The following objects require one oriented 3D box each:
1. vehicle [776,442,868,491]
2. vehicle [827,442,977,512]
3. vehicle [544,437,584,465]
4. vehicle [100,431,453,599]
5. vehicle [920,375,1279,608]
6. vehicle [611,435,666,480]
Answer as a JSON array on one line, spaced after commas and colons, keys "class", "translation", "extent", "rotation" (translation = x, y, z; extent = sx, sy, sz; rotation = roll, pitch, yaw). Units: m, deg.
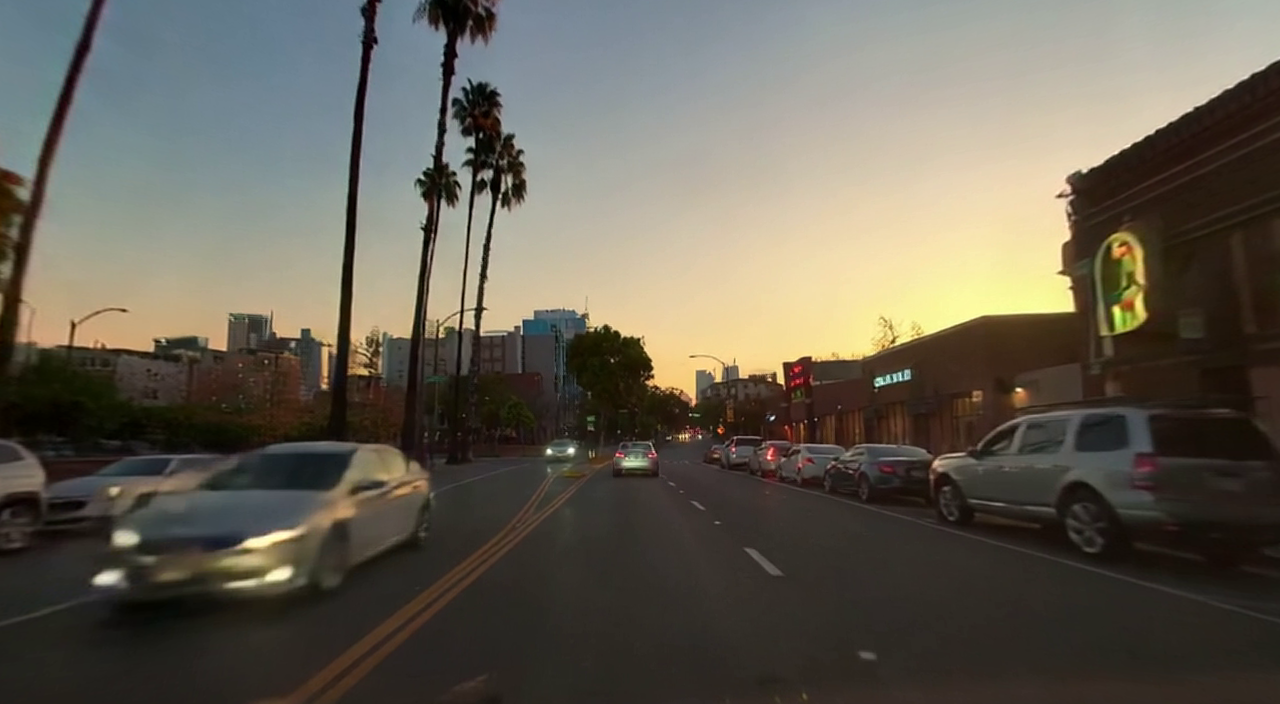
[{"class": "vehicle", "translation": [6.192, 3.919, 22.027], "extent": [1.885, 1.506, 4.302], "rotation": [0, -8, 0]}, {"class": "vehicle", "translation": [6.317, 3.029, 15.887], "extent": [1.810, 1.472, 4.422], "rotation": [0, -8, -1]}, {"class": "vehicle", "translation": [-5.160, 6.832, 43.600], "extent": [2.188, 1.797, 4.358], "rotation": [0, -8, 1]}, {"class": "vehicle", "translation": [-3.877, 1.767, 7.833], "extent": [1.916, 1.453, 4.315], "rotation": [0, -8, -2]}, {"class": "vehicle", "translation": [6.325, 1.668, 8.641], "extent": [2.257, 2.074, 5.857], "rotation": [0, -8, 0]}, {"class": "vehicle", "translation": [-0.079, 4.346, 26.269], "extent": [2.063, 1.664, 4.471], "rotation": [0, -8, -1]}]
